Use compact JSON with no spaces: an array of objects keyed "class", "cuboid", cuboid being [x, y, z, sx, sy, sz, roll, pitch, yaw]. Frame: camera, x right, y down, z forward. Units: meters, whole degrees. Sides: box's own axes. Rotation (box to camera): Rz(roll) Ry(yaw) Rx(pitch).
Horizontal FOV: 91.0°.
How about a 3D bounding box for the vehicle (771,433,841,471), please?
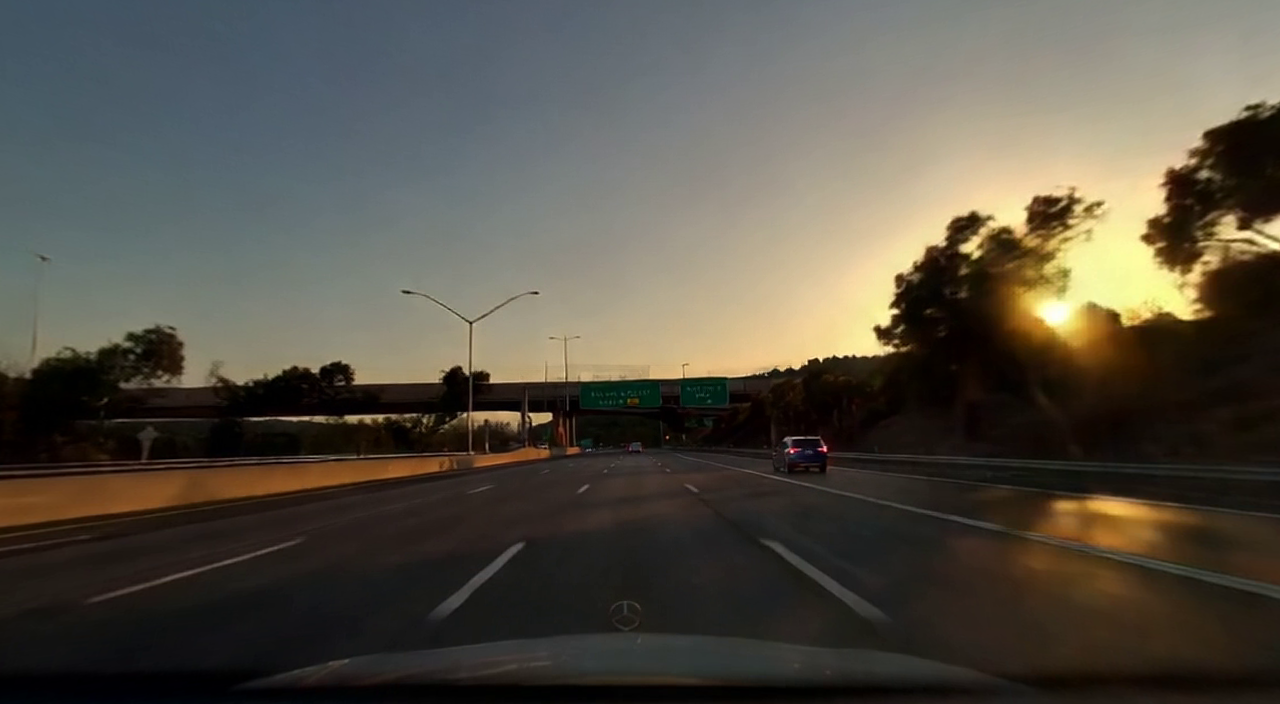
[{"class":"vehicle","cuboid":[8.125,4.958,31.321,2.091,1.711,4.383,0,-9,-3]}]
